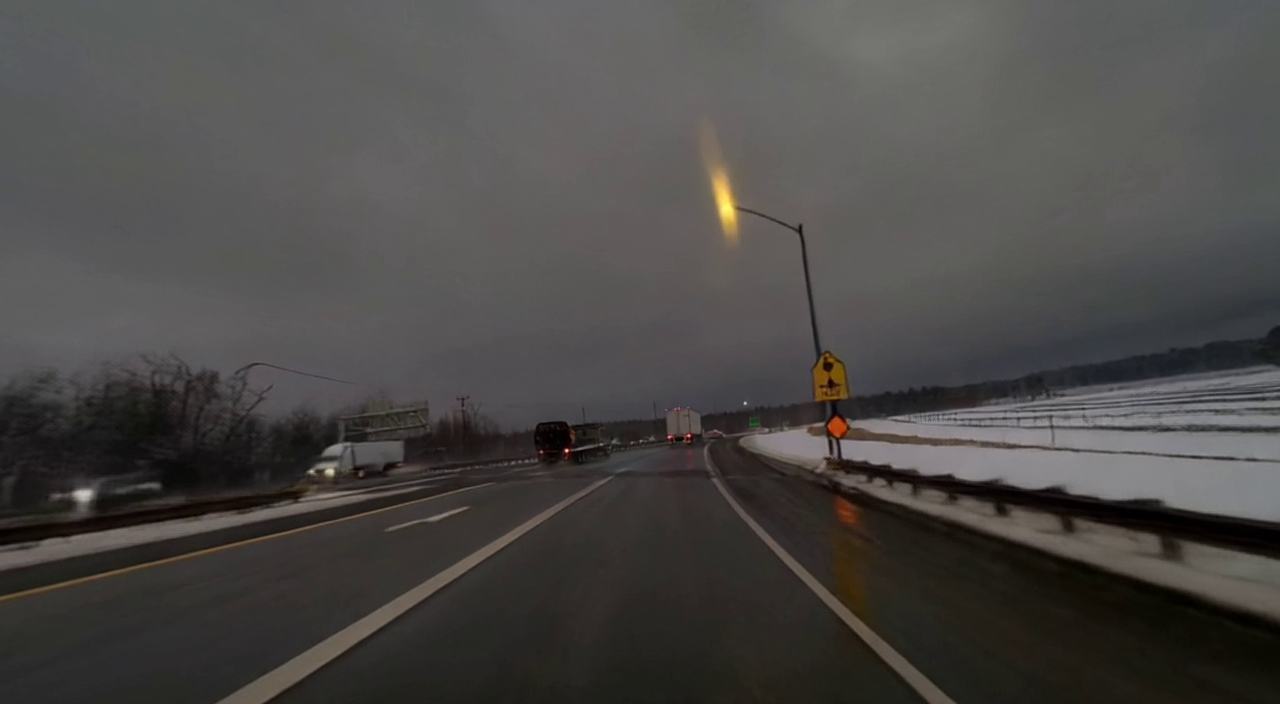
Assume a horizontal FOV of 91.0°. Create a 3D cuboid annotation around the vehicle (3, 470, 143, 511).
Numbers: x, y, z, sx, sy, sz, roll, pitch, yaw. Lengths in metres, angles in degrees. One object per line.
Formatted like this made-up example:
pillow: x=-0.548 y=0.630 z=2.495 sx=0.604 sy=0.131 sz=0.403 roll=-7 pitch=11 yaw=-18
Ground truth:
vehicle: x=-31.104 y=7.575 z=34.840 sx=2.205 sy=1.827 sz=5.323 roll=-2 pitch=-9 yaw=12
